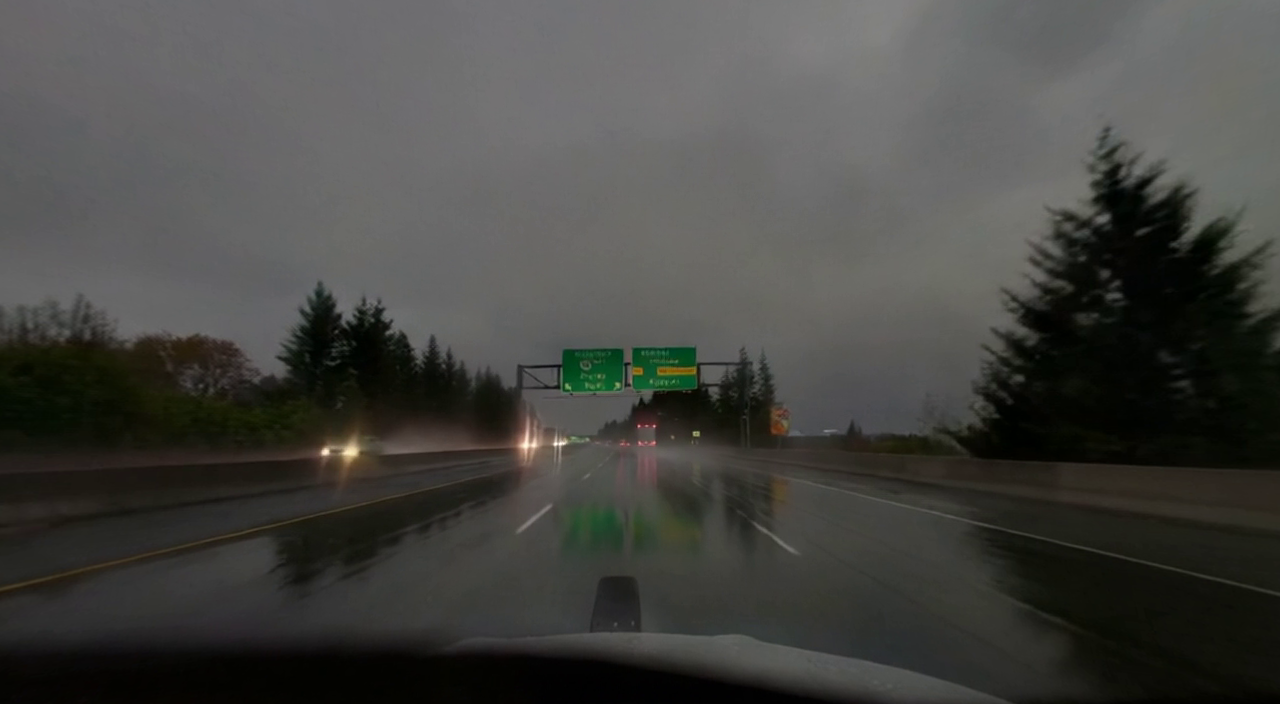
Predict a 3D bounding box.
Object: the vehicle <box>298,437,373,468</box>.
[{"bbox_3d":[-17.230,5.706,35.867,2.054,1.589,4.662,0,-8,-1],"label":"vehicle"}]
